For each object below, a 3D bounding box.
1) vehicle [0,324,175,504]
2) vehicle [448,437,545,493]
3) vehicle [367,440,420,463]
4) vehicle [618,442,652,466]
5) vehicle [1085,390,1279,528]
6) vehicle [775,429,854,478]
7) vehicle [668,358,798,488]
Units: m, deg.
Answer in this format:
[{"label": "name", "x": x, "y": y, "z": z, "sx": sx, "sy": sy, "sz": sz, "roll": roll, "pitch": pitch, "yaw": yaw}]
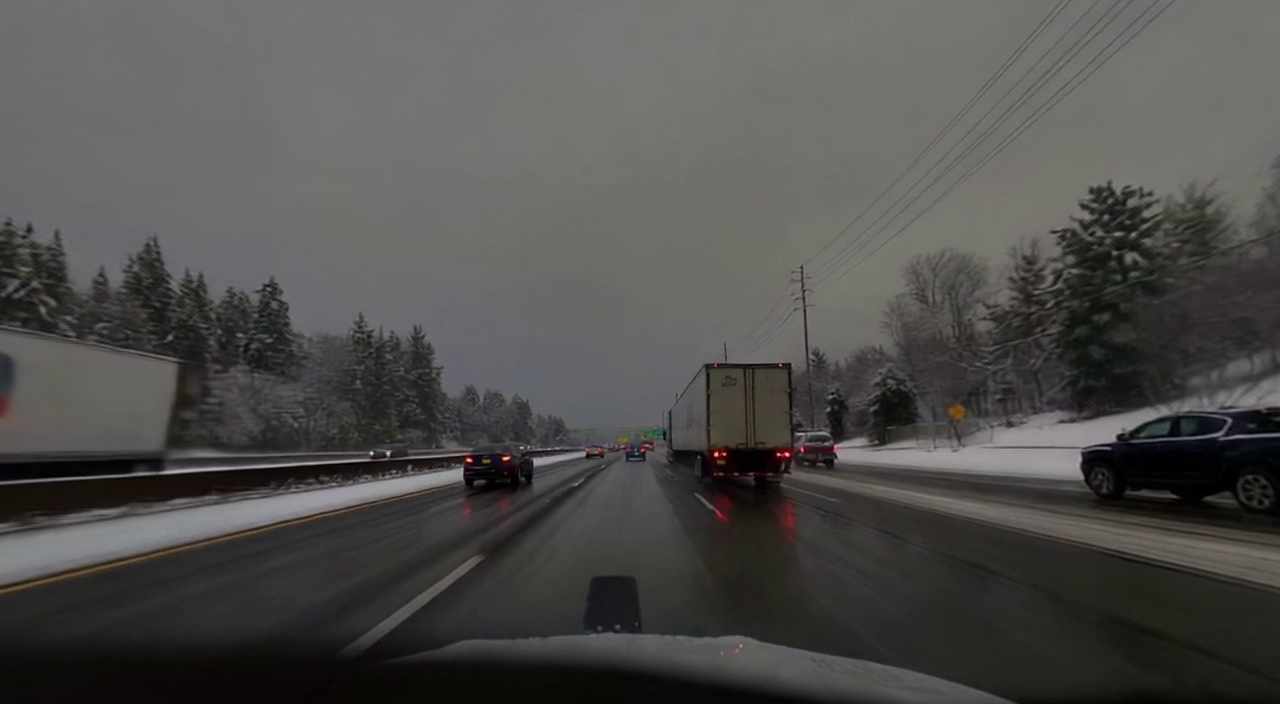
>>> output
[{"label": "vehicle", "x": -14.834, "y": 1.212, "z": 12.491, "sx": 3.017, "sy": 3.713, "sz": 10.643, "roll": 0, "pitch": -8, "yaw": 0}, {"label": "vehicle", "x": -4.188, "y": 3.345, "z": 18.997, "sx": 1.968, "sy": 1.507, "sz": 3.829, "roll": 0, "pitch": -8, "yaw": 1}, {"label": "vehicle", "x": -19.126, "y": 7.748, "z": 49.060, "sx": 2.146, "sy": 1.673, "sz": 5.184, "roll": 0, "pitch": -8, "yaw": -1}, {"label": "vehicle", "x": -0.284, "y": 6.484, "z": 40.203, "sx": 2.047, "sy": 1.485, "sz": 3.938, "roll": 0, "pitch": -8, "yaw": 0}, {"label": "vehicle", "x": 11.187, "y": 1.826, "z": 10.907, "sx": 2.420, "sy": 2.141, "sz": 5.994, "roll": 0, "pitch": -8, "yaw": -2}, {"label": "vehicle", "x": 7.458, "y": 4.385, "z": 27.435, "sx": 2.079, "sy": 1.938, "sz": 4.630, "roll": 0, "pitch": -8, "yaw": 0}, {"label": "vehicle", "x": 3.309, "y": 3.386, "z": 28.070, "sx": 2.907, "sy": 4.109, "sz": 16.177, "roll": 0, "pitch": -8, "yaw": -2}]
